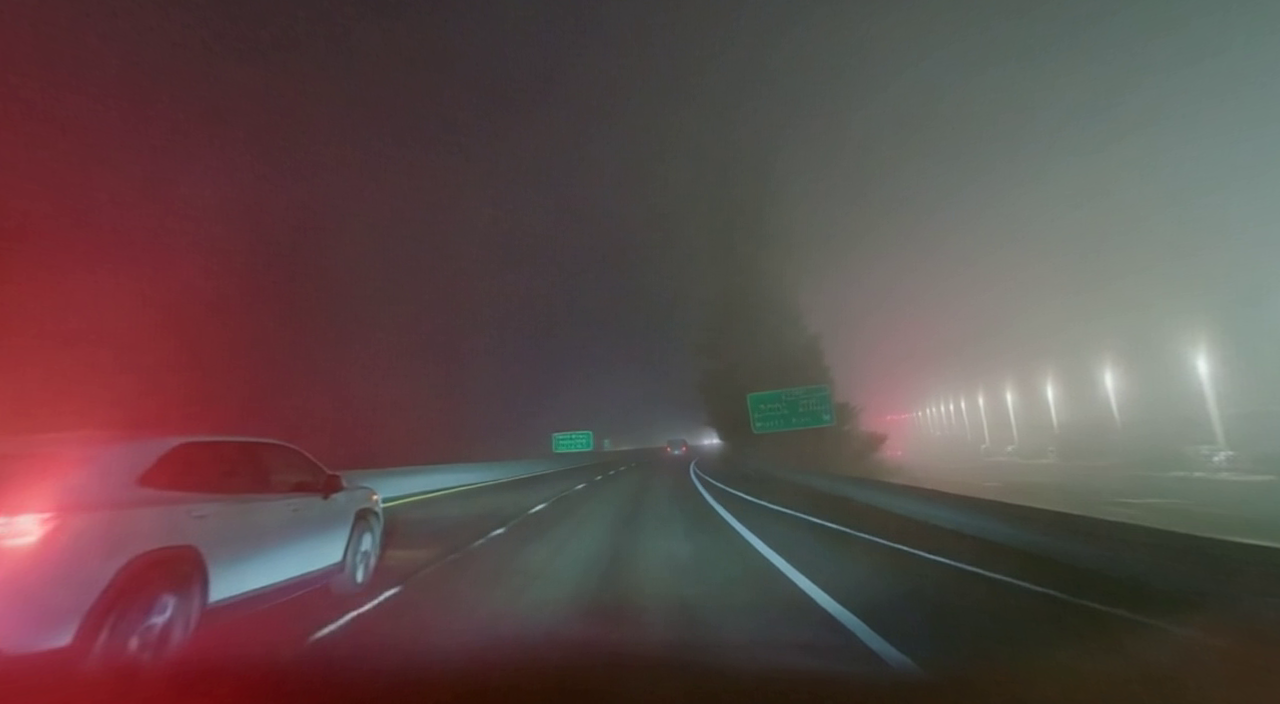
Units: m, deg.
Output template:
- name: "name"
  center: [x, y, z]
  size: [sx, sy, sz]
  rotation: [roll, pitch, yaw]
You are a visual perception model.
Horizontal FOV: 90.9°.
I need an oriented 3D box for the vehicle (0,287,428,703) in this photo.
- name: "vehicle"
  center: [-3.466, 0.946, 4.048]
  size: [2.143, 1.851, 5.817]
  rotation: [0, -8, 0]
